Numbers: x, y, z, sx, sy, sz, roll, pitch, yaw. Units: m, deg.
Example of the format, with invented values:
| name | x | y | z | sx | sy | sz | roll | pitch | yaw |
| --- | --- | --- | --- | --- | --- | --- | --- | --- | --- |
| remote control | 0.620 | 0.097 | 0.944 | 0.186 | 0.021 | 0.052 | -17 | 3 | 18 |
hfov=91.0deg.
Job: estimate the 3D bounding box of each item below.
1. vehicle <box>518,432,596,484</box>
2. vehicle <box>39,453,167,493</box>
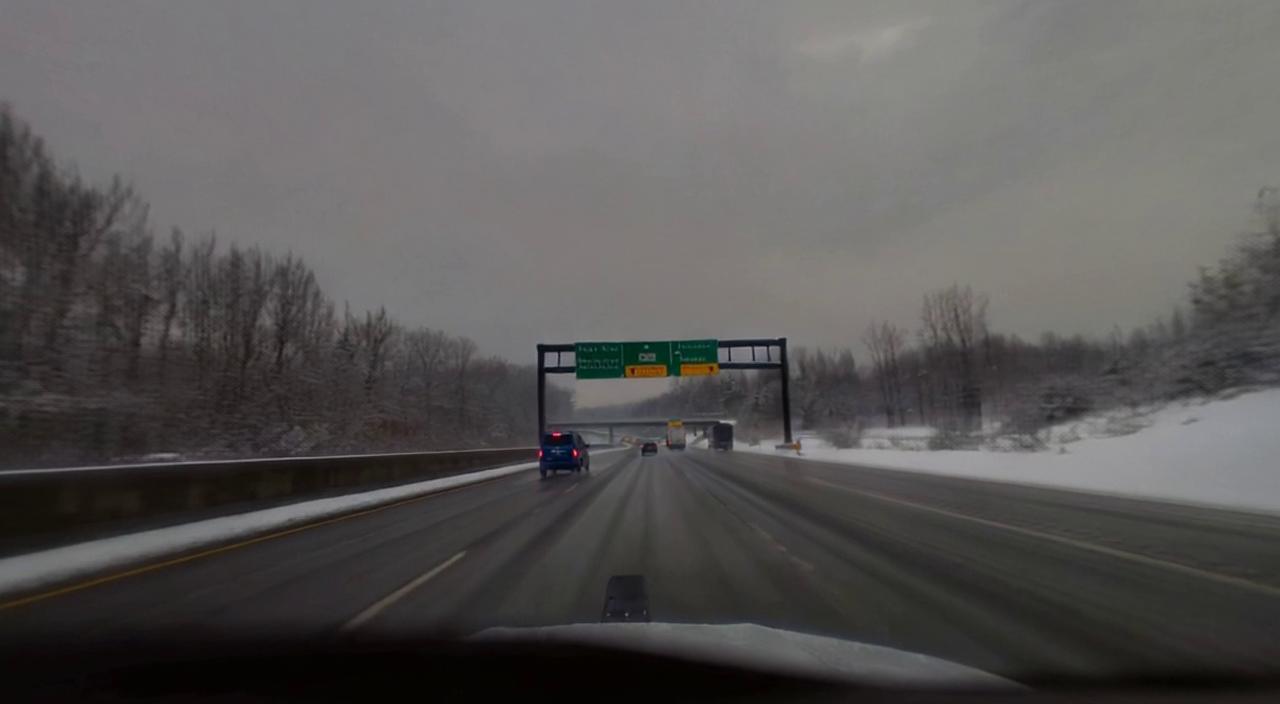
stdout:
| name | x | y | z | sx | sy | sz | roll | pitch | yaw |
| --- | --- | --- | --- | --- | --- | --- | --- | --- | --- |
| vehicle | -2.920 | 3.857 | 23.269 | 2.177 | 1.707 | 4.432 | 0 | -8 | 1 |
| vehicle | -23.147 | 5.200 | 27.348 | 1.803 | 1.487 | 4.200 | 0 | -8 | 1 |
